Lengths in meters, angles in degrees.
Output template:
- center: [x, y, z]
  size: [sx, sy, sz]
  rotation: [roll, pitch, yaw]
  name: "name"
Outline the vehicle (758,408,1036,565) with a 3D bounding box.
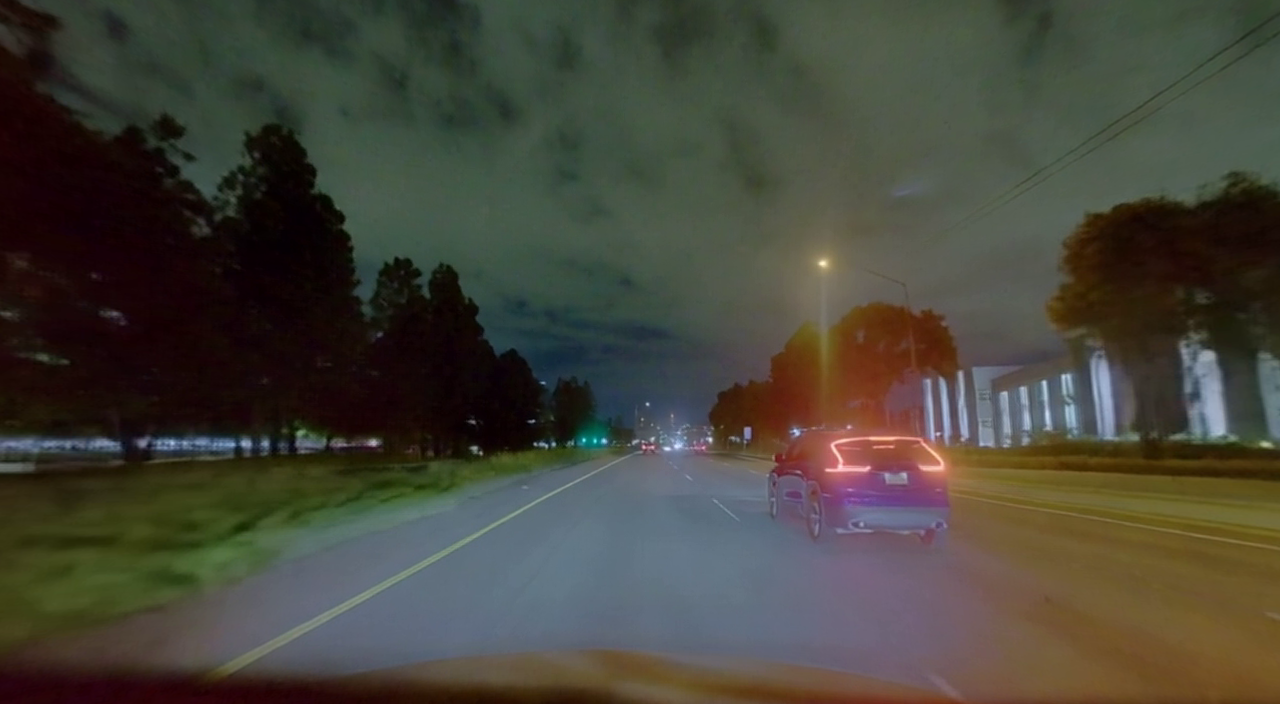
- center: [3.158, 1.748, 8.960]
  size: [2.060, 1.665, 4.284]
  rotation: [0, -8, -1]
  name: "vehicle"
